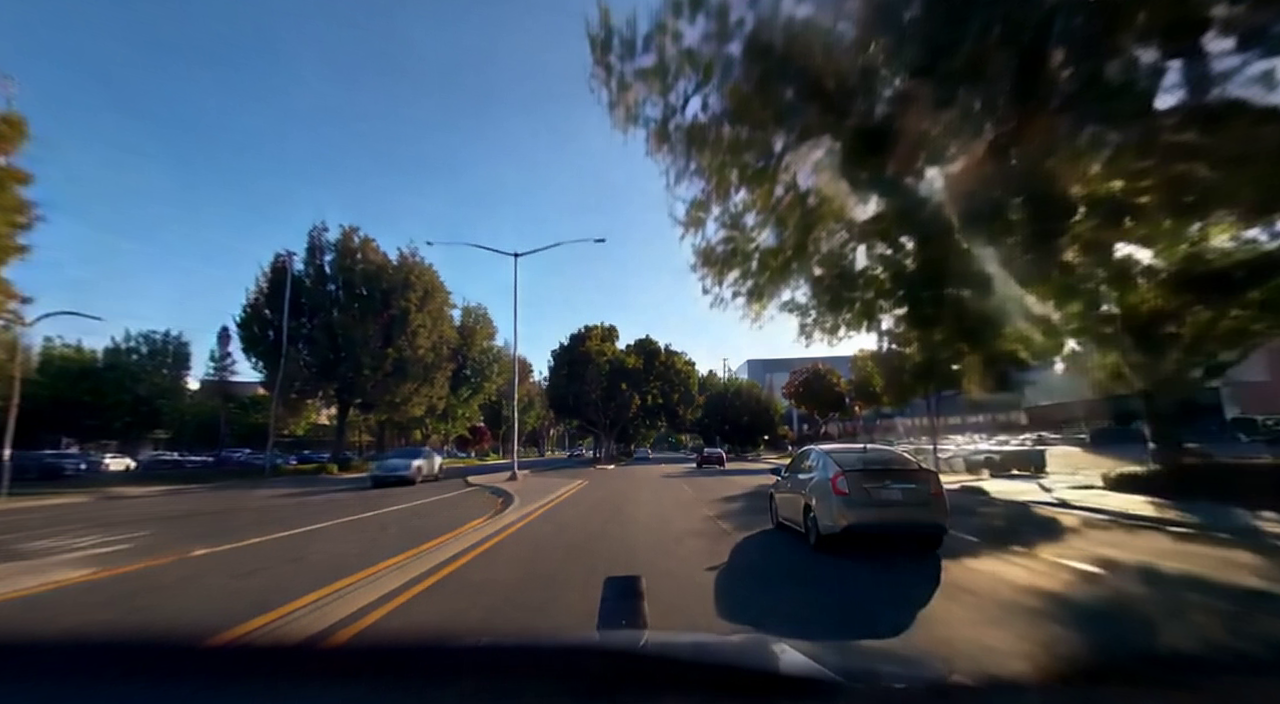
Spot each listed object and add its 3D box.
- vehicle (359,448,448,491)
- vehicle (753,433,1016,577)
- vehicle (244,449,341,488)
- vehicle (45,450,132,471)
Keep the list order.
[{"bbox_3d":[-9.006,4.462,24.272,1.853,1.504,3.791,0,-9,1],"label":"vehicle"},{"bbox_3d":[2.984,1.954,8.882,1.935,1.501,4.384,0,-9,0],"label":"vehicle"},{"bbox_3d":[-15.874,5.327,28.975,1.951,1.628,4.325,0,-9,1],"label":"vehicle"},{"bbox_3d":[-41.488,8.166,47.304,4.576,1.486,1.909,0,-9,-2],"label":"vehicle"}]
